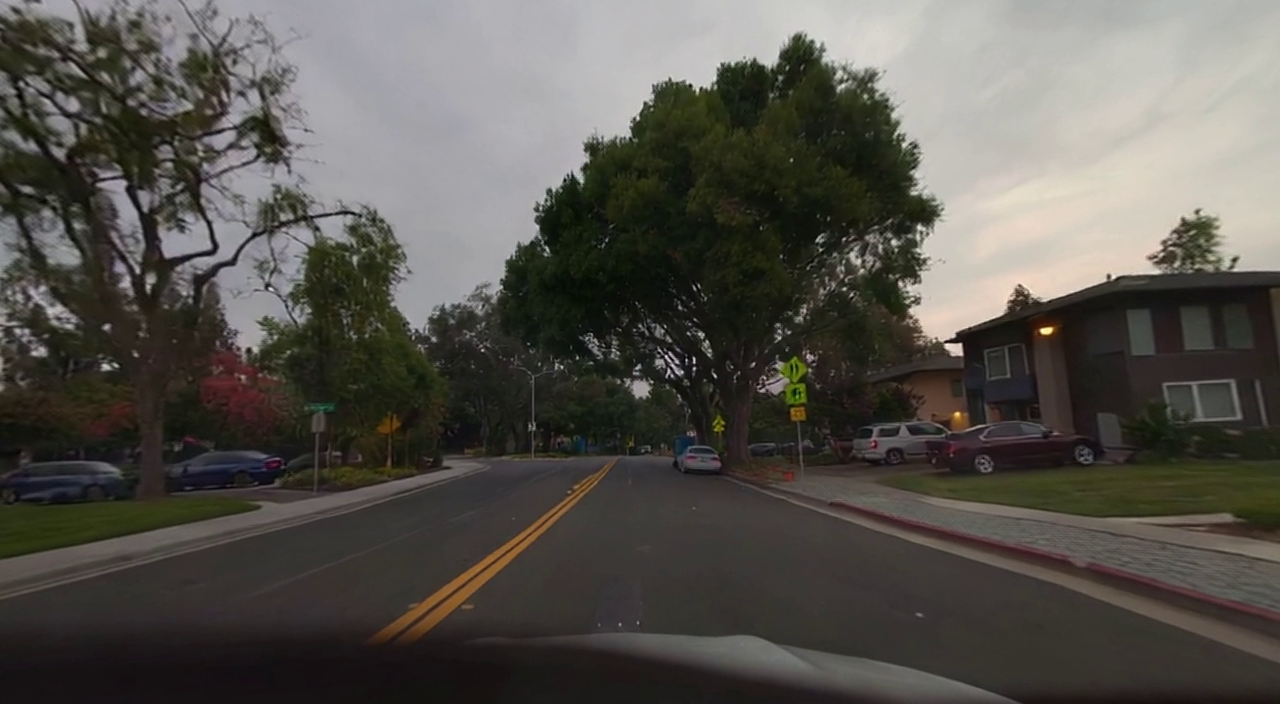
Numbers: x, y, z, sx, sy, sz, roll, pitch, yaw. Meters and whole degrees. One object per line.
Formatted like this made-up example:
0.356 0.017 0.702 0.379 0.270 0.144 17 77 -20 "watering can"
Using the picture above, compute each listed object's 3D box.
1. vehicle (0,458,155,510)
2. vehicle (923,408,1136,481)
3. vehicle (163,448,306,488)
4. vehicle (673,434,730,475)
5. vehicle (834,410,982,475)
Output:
-18.960 4.233 20.571 4.691 1.483 1.955 8 -12 -44 "vehicle"
11.070 2.692 18.256 4.750 1.658 1.902 -4 -10 1 "vehicle"
-19.637 5.564 30.825 2.059 1.746 5.388 -8 -12 42 "vehicle"
3.010 5.192 32.180 2.221 1.892 5.555 0 -9 -1 "vehicle"
10.297 3.516 24.570 4.653 1.979 1.998 -6 -9 0 "vehicle"
